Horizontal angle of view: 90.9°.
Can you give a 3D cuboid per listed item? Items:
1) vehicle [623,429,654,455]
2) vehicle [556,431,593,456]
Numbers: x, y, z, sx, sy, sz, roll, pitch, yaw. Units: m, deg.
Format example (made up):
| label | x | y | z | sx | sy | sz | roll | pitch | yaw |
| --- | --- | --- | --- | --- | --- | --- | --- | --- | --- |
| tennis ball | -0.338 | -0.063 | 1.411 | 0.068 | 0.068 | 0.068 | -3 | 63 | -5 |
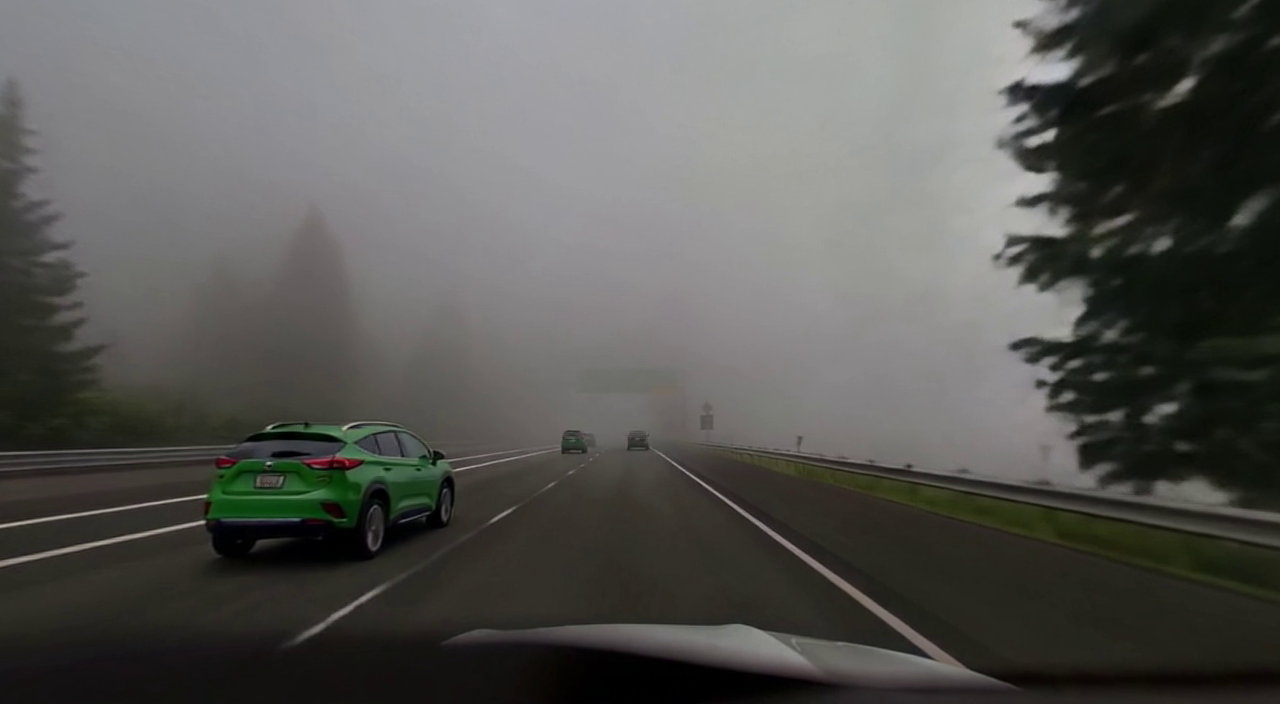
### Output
| label | x | y | z | sx | sy | sz | roll | pitch | yaw |
| --- | --- | --- | --- | --- | --- | --- | --- | --- | --- |
| vehicle | -0.129 | 6.555 | 45.890 | 2.170 | 1.790 | 4.490 | 0 | -8 | 0 |
| vehicle | -4.380 | 6.159 | 42.478 | 2.055 | 1.610 | 4.116 | 0 | -8 | 0 |
